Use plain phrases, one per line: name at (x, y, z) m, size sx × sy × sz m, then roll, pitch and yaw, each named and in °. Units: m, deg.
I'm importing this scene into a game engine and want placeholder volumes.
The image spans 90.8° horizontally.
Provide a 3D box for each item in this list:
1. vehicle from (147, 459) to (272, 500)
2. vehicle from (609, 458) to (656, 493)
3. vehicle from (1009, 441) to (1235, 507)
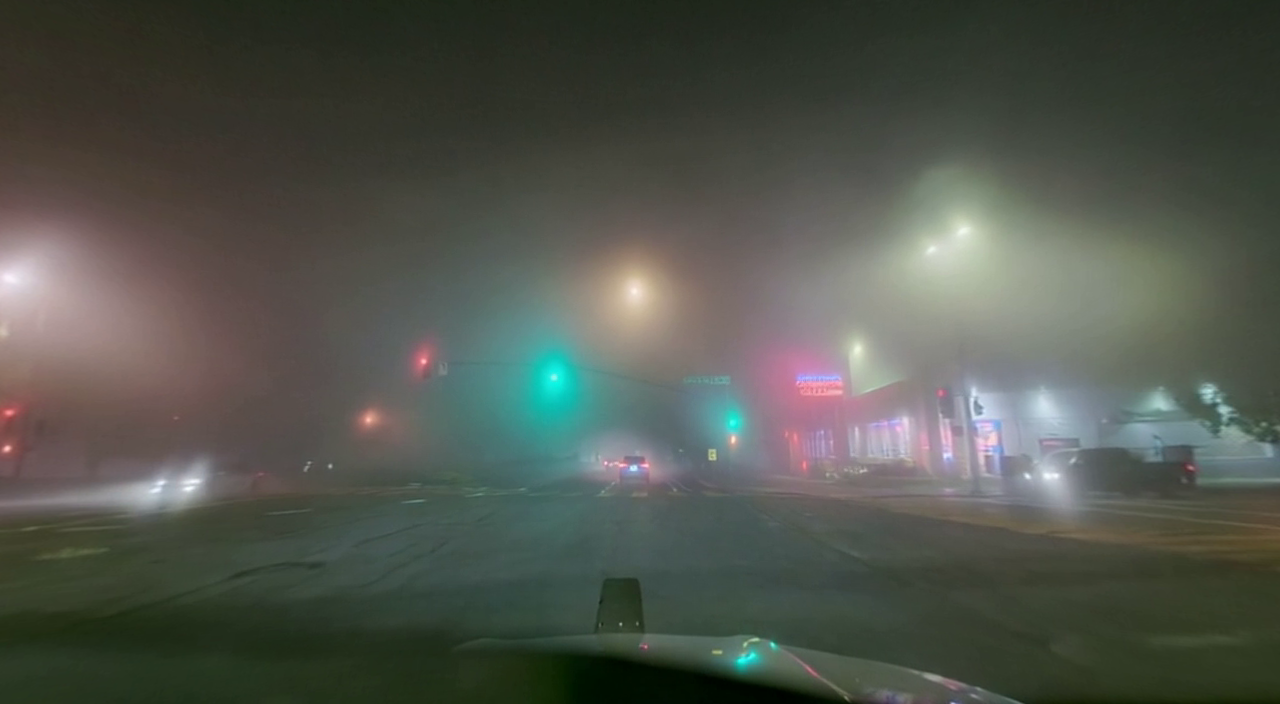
vehicle at (-18.316, 5.418, 27.217) m, size 1.925 × 1.497 × 4.788 m, roll 0°, pitch -8°, yaw 1°
vehicle at (-0.297, 5.877, 30.231) m, size 2.115 × 1.461 × 3.976 m, roll 0°, pitch -8°, yaw 1°
vehicle at (14.464, 3.656, 19.205) m, size 5.174 × 1.878 × 2.000 m, roll 0°, pitch -8°, yaw -1°
